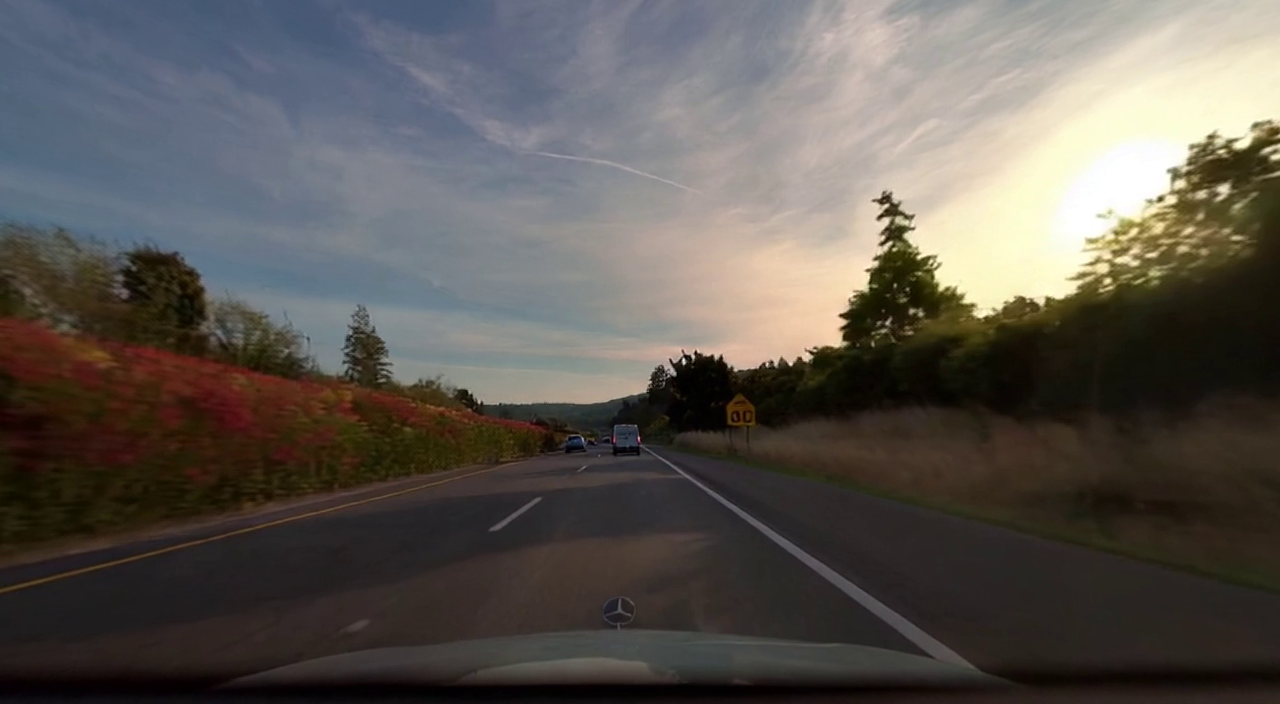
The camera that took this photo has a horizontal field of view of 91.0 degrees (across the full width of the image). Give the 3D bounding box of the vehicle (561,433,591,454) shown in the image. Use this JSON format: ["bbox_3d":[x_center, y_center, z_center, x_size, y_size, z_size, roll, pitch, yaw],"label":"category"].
[{"bbox_3d":[-4.985,7.197,49.440,2.062,1.567,4.117,0,-8,-2],"label":"vehicle"}]

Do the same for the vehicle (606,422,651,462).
[{"bbox_3d":[-0.630,4.805,33.565,2.223,1.957,4.416,0,-8,-1],"label":"vehicle"}]
